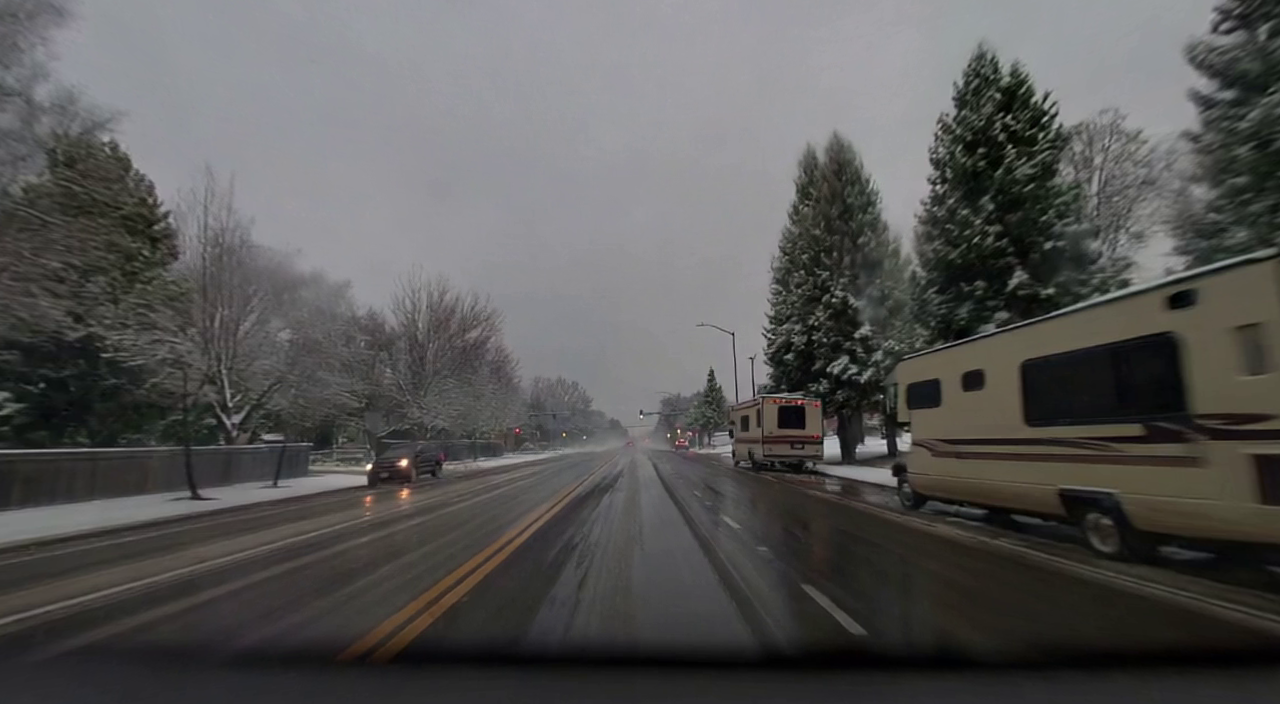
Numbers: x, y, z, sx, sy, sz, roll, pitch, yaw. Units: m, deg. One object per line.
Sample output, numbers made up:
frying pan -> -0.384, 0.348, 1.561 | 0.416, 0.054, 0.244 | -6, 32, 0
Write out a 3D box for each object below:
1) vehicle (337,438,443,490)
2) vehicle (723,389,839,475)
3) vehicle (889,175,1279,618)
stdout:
vehicle -> -9.944, 4.466, 25.658 | 2.391, 1.843, 4.764 | -2, -8, -1
vehicle -> 6.046, 3.781, 29.086 | 2.944, 3.252, 9.712 | 0, -9, -1
vehicle -> 6.151, 0.828, 8.047 | 2.818, 3.236, 7.567 | 0, -8, 0
